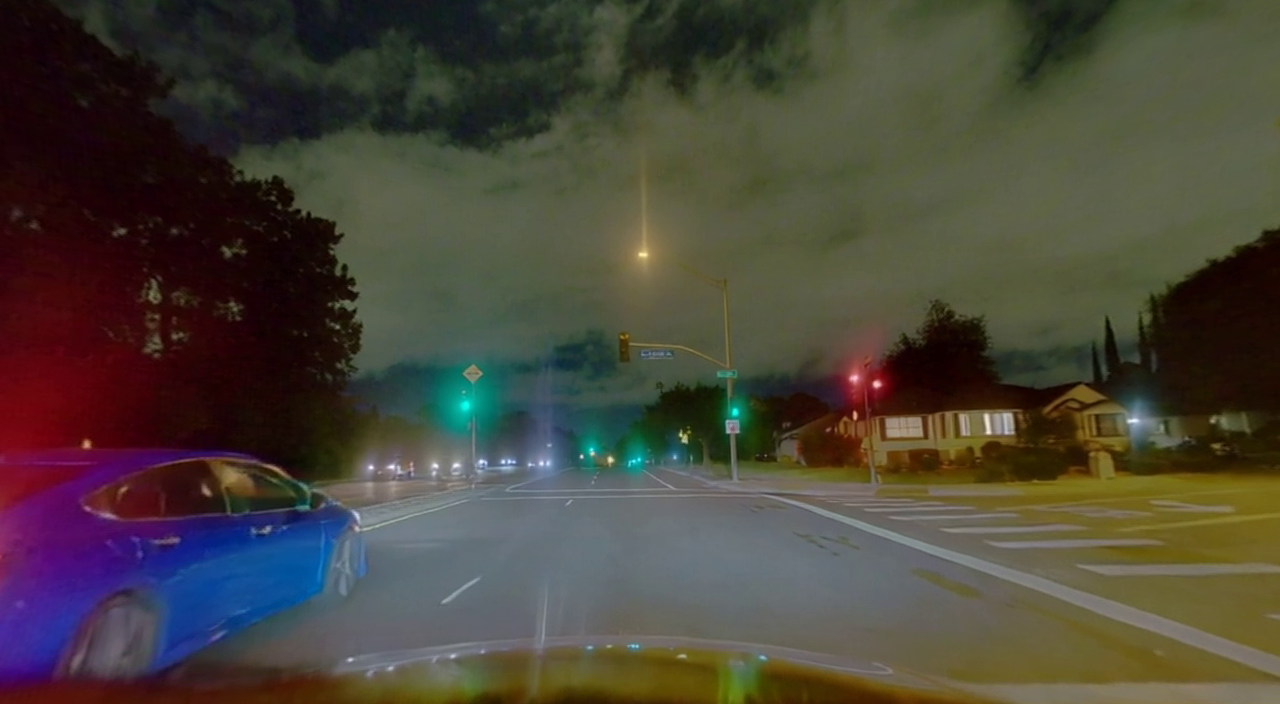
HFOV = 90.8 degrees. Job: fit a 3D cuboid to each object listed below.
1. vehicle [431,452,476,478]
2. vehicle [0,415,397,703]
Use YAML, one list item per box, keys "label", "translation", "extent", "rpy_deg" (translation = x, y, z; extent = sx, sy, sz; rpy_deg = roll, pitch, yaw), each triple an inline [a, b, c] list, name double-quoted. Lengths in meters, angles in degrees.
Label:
- label: "vehicle"
  translation: [-14.502, 8.765, 49.303]
  extent: [2.115, 1.794, 4.961]
  rpy_deg: [0, -9, -2]
- label: "vehicle"
  translation: [-3.683, 1.324, 4.625]
  extent: [1.980, 1.508, 4.502]
  rpy_deg: [0, -9, 0]
